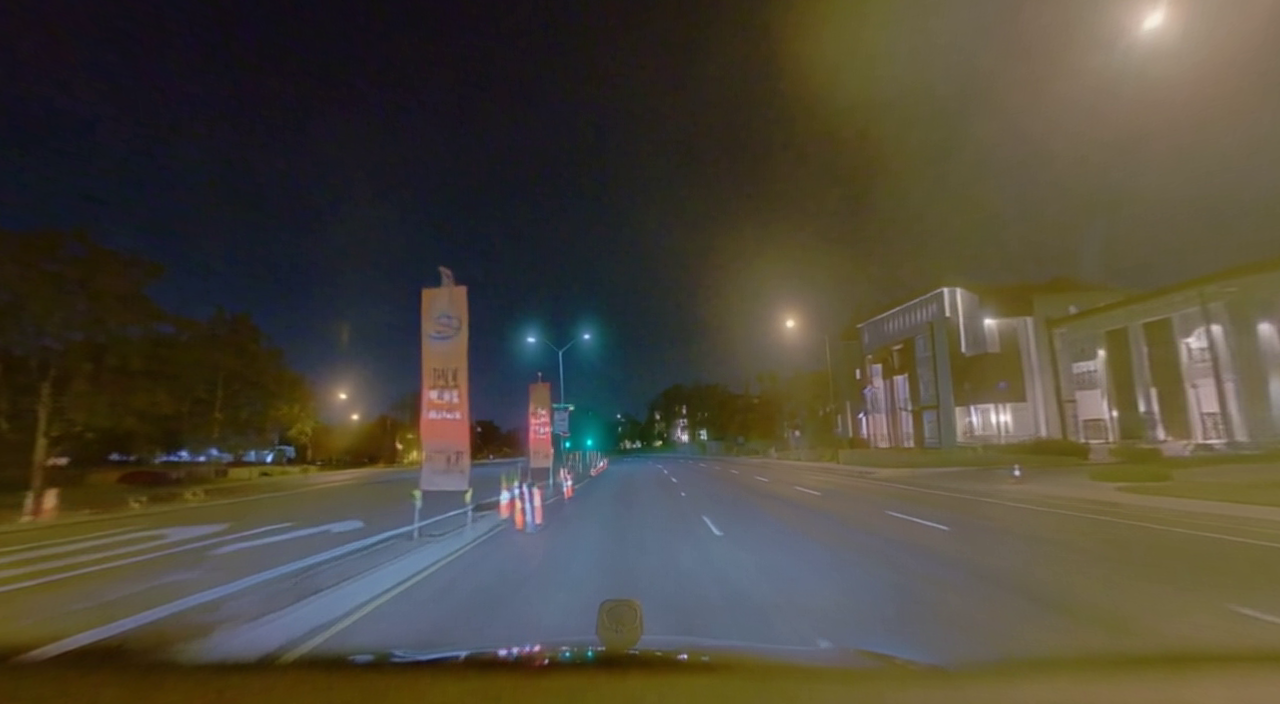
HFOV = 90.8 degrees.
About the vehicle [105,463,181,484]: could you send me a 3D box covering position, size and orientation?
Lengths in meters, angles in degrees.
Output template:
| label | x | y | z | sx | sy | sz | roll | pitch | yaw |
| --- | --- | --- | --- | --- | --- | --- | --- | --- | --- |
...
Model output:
| label | x | y | z | sx | sy | sz | roll | pitch | yaw |
| --- | --- | --- | --- | --- | --- | --- | --- | --- | --- |
| vehicle | -33.695 | 8.233 | 42.928 | 3.512 | 1.321 | 1.874 | 0 | -8 | -4 |
